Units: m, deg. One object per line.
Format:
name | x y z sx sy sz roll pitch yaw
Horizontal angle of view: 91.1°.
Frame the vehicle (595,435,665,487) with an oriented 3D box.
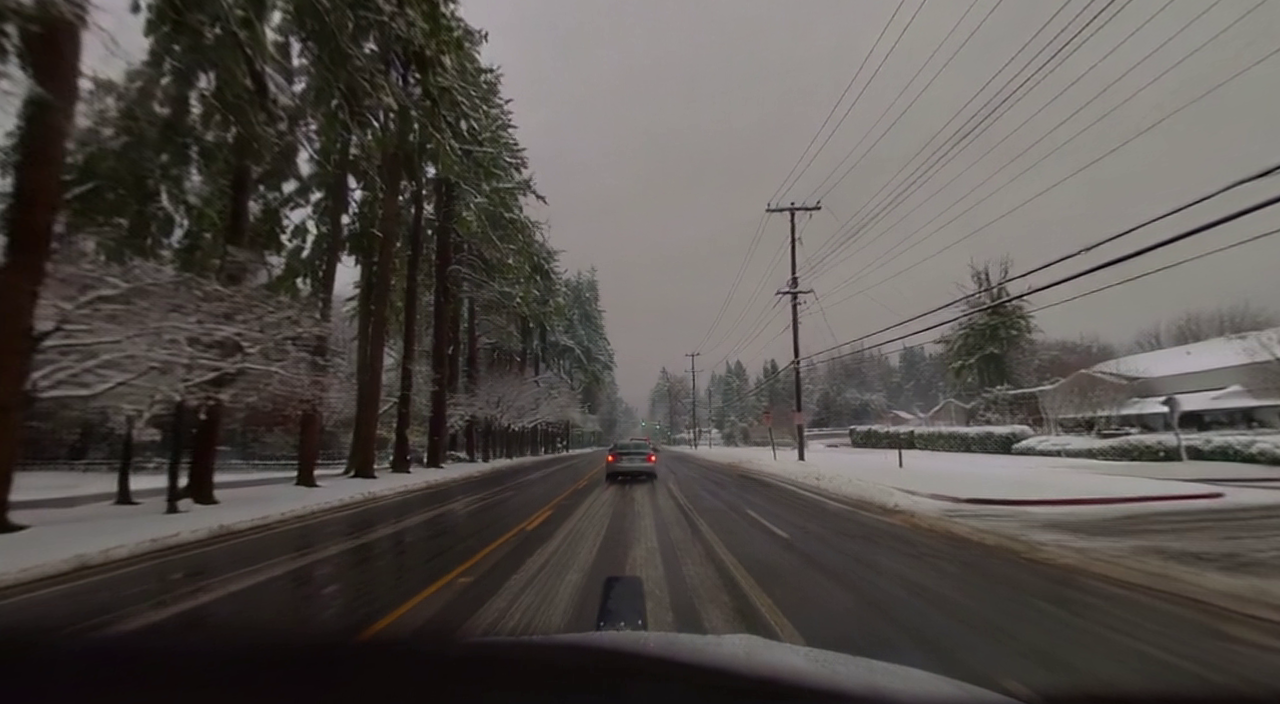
vehicle | -0.280 3.433 20.085 1.991 1.463 3.988 0 -8 0
